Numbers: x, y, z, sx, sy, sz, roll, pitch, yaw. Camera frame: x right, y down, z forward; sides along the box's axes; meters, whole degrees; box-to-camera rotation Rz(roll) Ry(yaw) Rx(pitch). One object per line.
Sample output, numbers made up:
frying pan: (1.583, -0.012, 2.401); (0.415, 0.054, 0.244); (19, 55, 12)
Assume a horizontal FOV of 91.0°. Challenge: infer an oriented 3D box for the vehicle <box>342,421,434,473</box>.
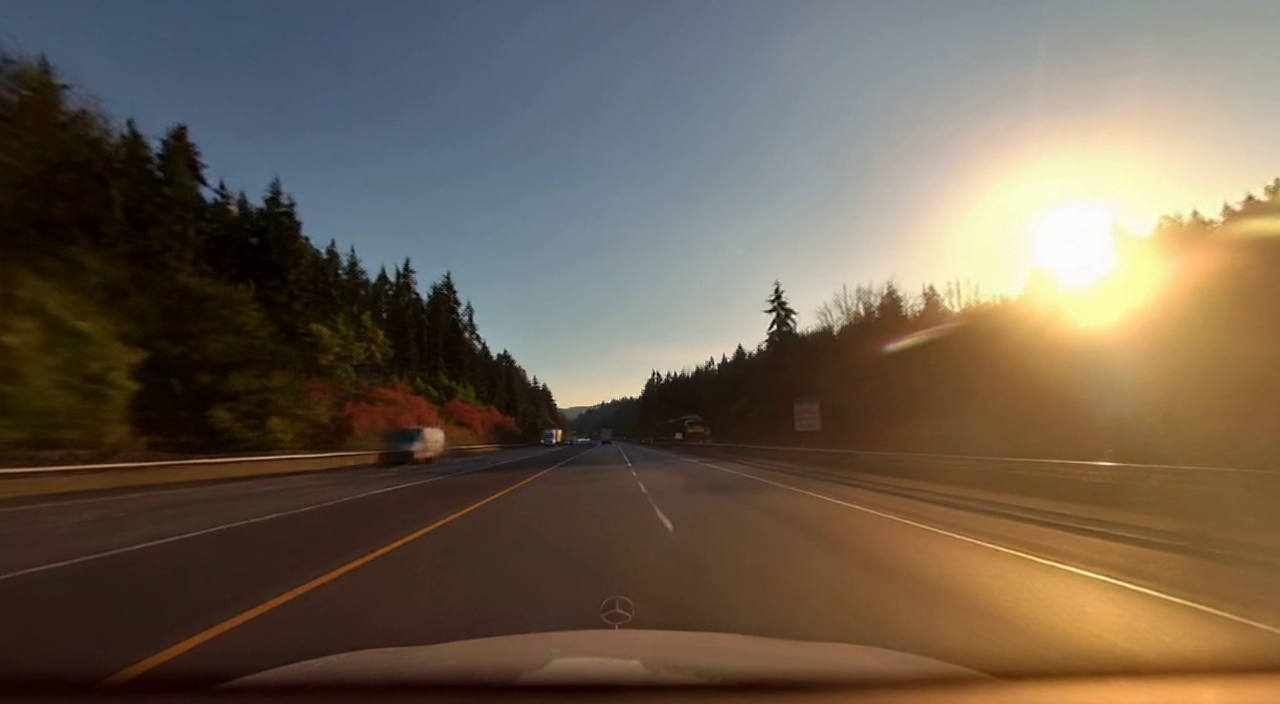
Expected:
vehicle: (-12.469, 4.745, 31.710); (2.301, 2.310, 5.930); (0, -8, -1)
